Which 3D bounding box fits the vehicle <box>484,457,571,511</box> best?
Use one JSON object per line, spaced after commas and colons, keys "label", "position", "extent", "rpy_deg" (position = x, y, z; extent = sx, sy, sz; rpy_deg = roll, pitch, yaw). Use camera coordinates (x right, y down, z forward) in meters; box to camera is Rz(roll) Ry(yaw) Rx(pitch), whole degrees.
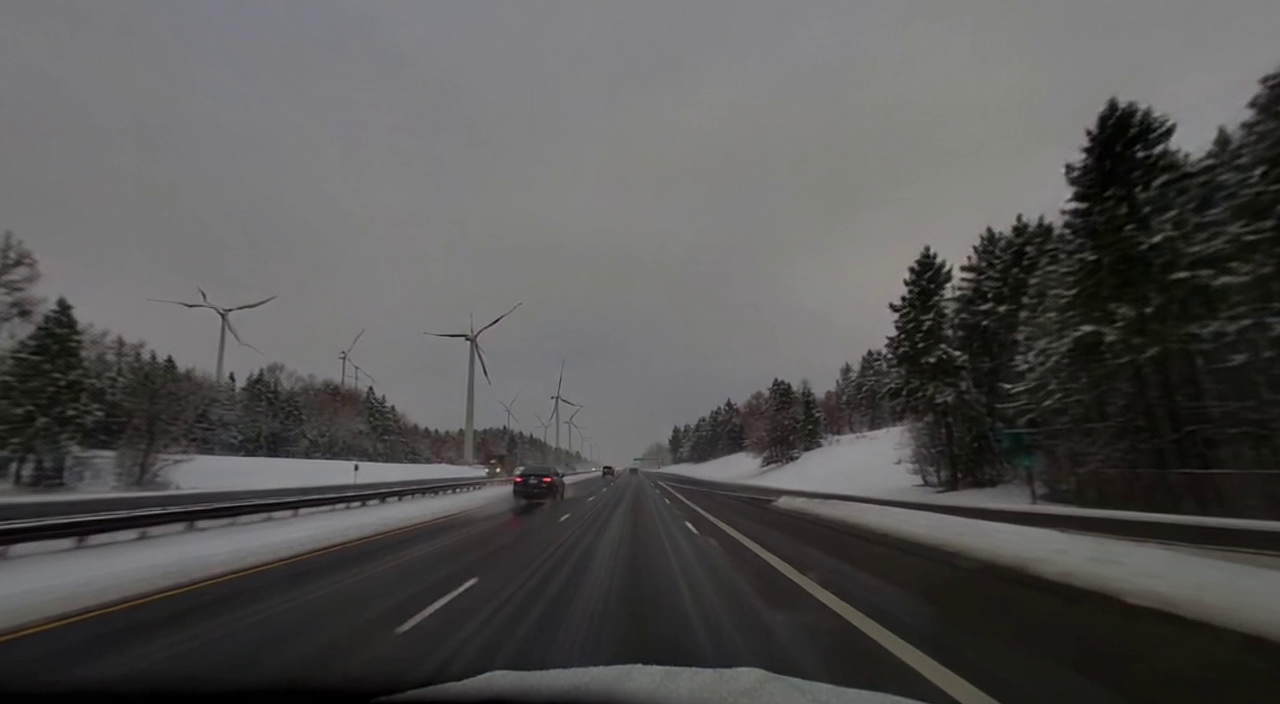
{"label": "vehicle", "position": [-3.496, 4.227, 20.349], "extent": [2.001, 1.486, 4.104], "rpy_deg": [1, -10, 0]}
